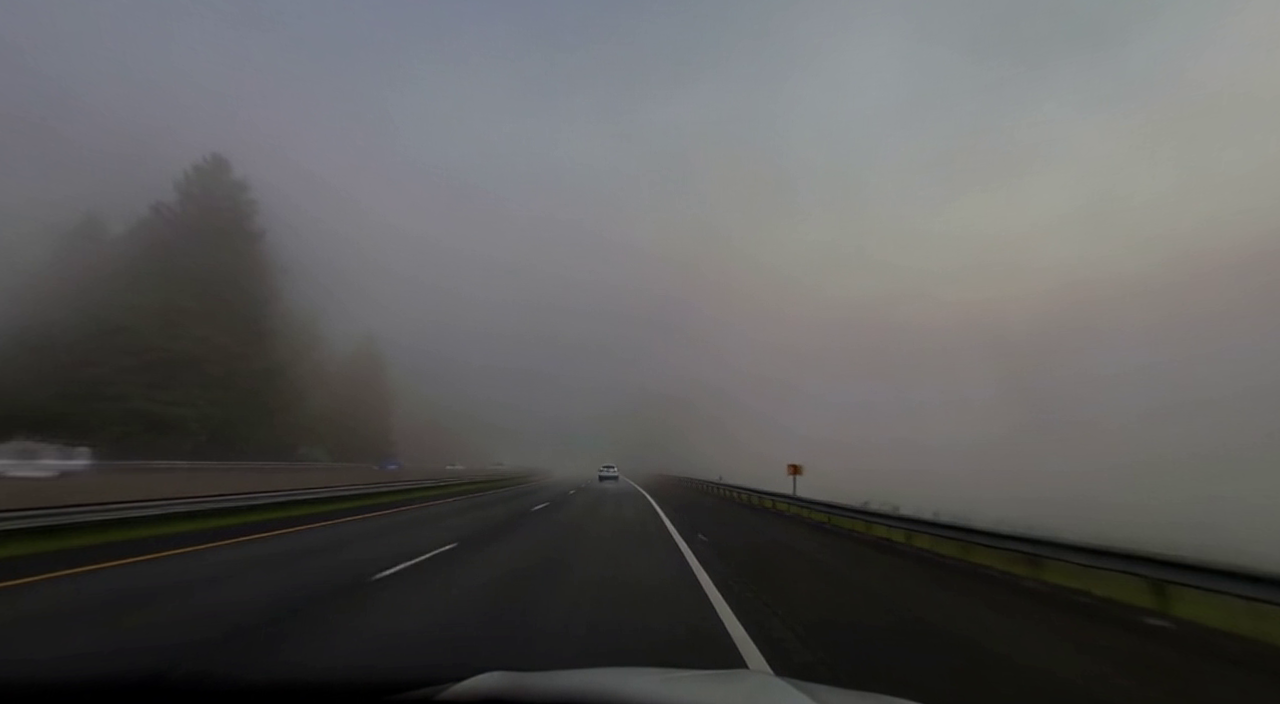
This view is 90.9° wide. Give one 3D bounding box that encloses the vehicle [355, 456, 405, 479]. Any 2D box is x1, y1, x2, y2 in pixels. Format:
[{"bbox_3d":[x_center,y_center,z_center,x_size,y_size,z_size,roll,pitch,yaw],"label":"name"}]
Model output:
[{"bbox_3d":[-18.984,8.477,46.232,1.874,1.601,4.334,1,-11,-1],"label":"vehicle"}]
